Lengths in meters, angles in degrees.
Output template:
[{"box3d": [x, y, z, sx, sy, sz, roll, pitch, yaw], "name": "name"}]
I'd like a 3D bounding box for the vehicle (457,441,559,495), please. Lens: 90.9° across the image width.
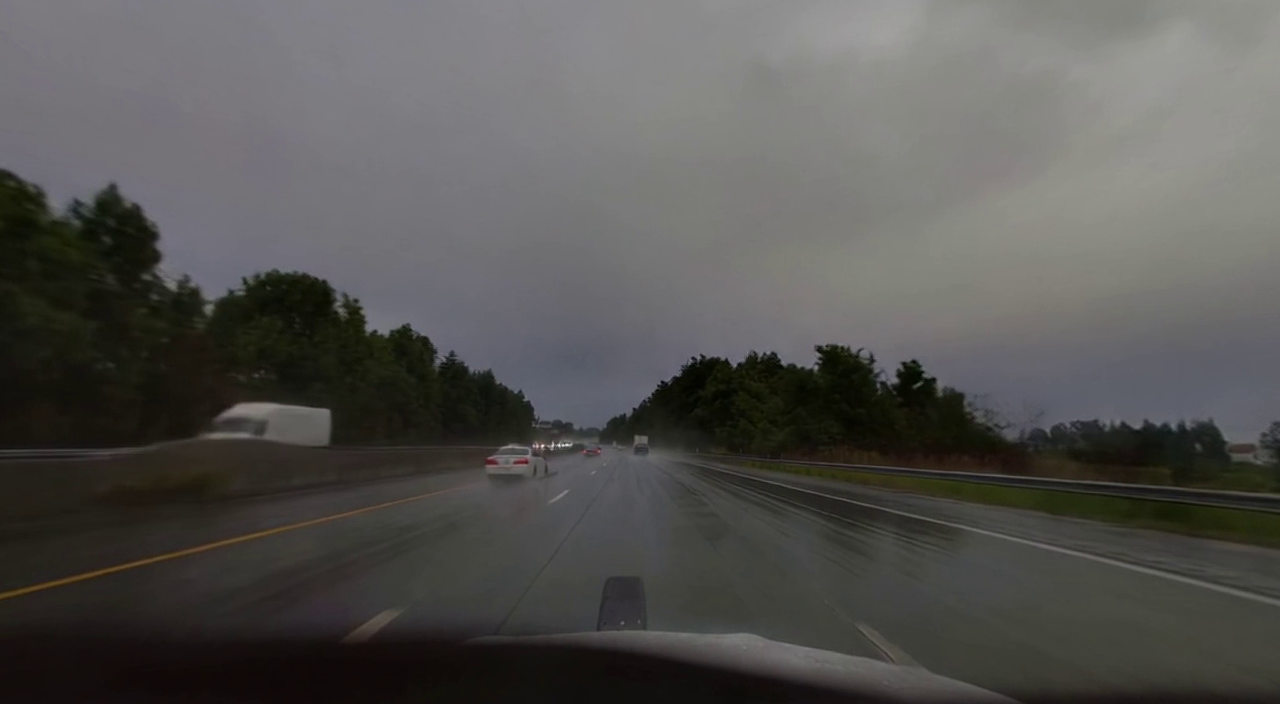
[{"box3d": [-3.951, 3.582, 19.803, 2.169, 1.473, 4.631, 0, -9, 0], "name": "vehicle"}]
